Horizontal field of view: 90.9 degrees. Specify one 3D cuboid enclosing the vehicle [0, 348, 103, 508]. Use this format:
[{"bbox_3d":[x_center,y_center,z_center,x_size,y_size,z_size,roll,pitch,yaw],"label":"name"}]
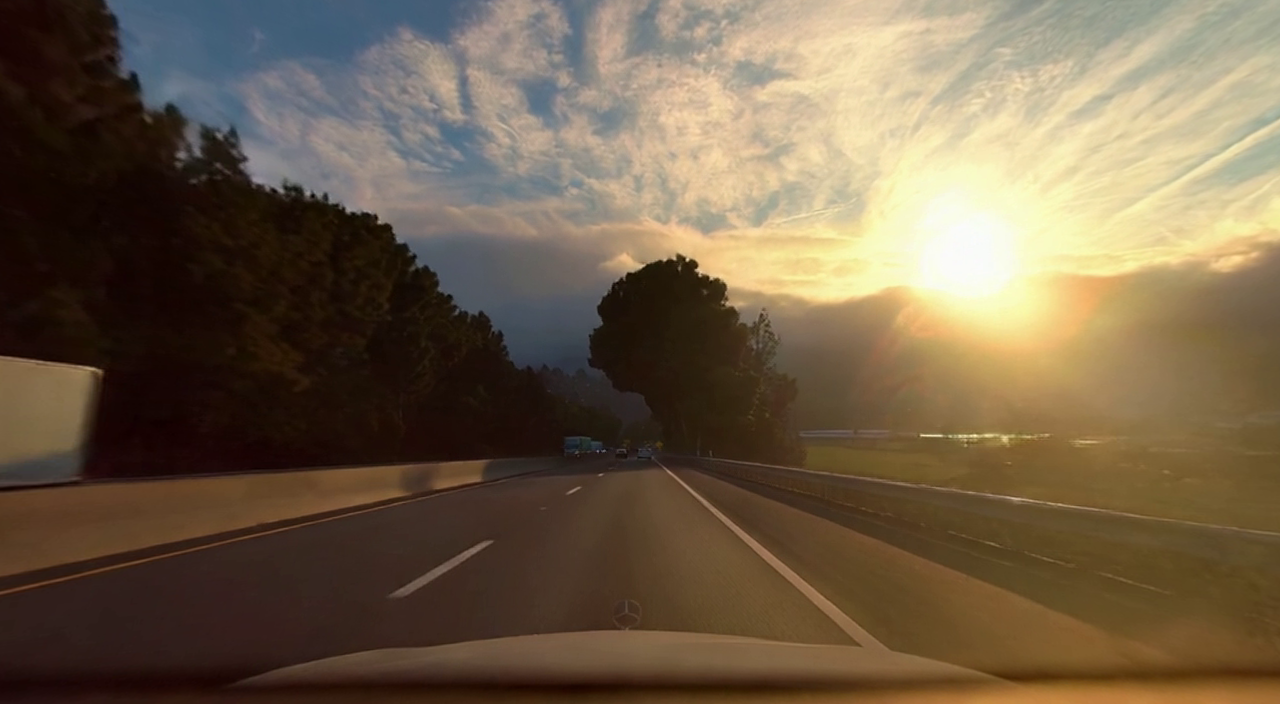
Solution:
[{"bbox_3d":[-16.519,1.005,9.928,3.166,3.694,14.817,0,-9,0],"label":"vehicle"}]
